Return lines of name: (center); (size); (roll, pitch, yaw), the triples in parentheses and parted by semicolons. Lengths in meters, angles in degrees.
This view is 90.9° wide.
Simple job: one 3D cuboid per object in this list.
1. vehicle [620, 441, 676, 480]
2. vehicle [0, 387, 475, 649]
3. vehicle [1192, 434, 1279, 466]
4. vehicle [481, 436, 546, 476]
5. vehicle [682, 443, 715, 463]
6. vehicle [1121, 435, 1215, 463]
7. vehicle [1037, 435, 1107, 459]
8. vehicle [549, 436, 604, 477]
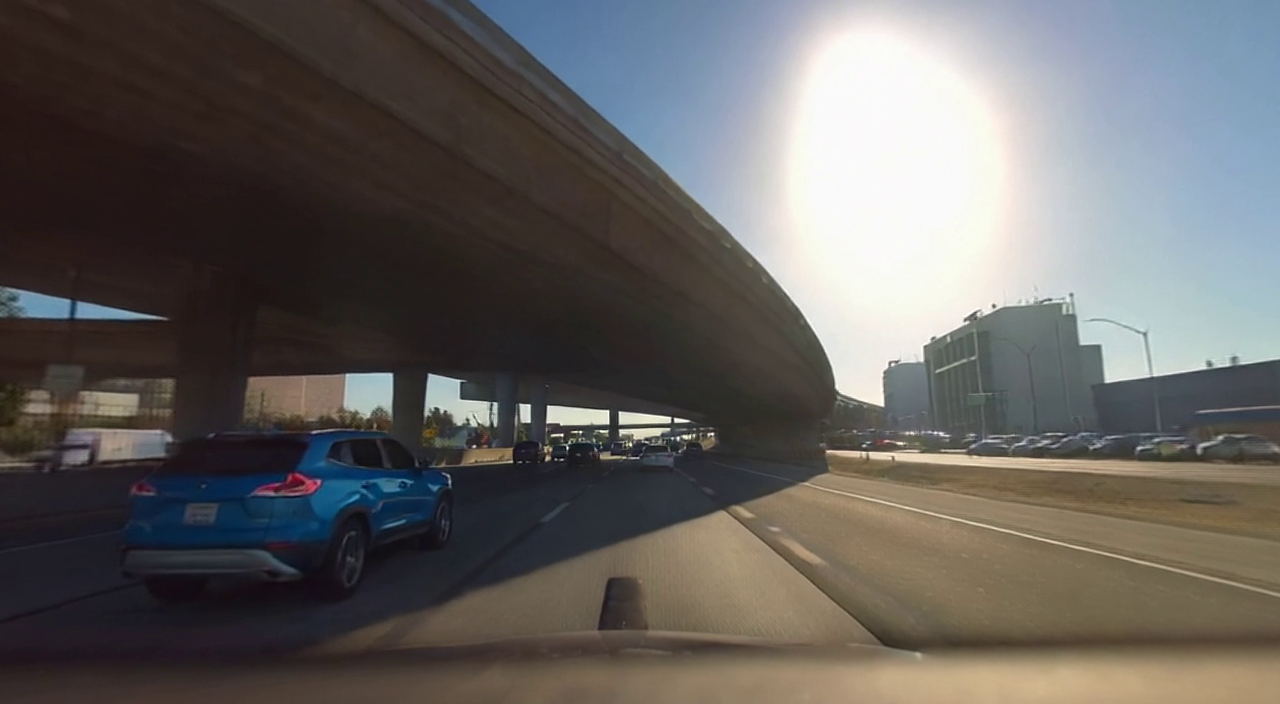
vehicle: (0.324, 4.382, 25.781); (2.090, 1.474, 3.970); (0, -8, 0)
vehicle: (-3.290, 1.399, 6.388); (1.961, 1.687, 4.453); (0, -8, 1)
vehicle: (30.021, 4.824, 31.217); (1.743, 1.467, 4.058); (0, -8, 2)
vehicle: (-6.129, 5.097, 31.182); (2.125, 1.804, 4.864); (0, -8, 1)
vehicle: (4.412, 7.668, 48.051); (1.980, 1.492, 4.442); (0, -8, -1)
vehicle: (30.104, 5.541, 36.144); (1.749, 1.454, 4.210); (0, -8, 0)
vehicle: (30.402, 6.694, 44.540); (1.843, 1.626, 4.378); (0, -8, 1)
vehicle: (-2.845, 4.806, 29.234); (2.007, 1.730, 4.412); (0, -8, 1)
